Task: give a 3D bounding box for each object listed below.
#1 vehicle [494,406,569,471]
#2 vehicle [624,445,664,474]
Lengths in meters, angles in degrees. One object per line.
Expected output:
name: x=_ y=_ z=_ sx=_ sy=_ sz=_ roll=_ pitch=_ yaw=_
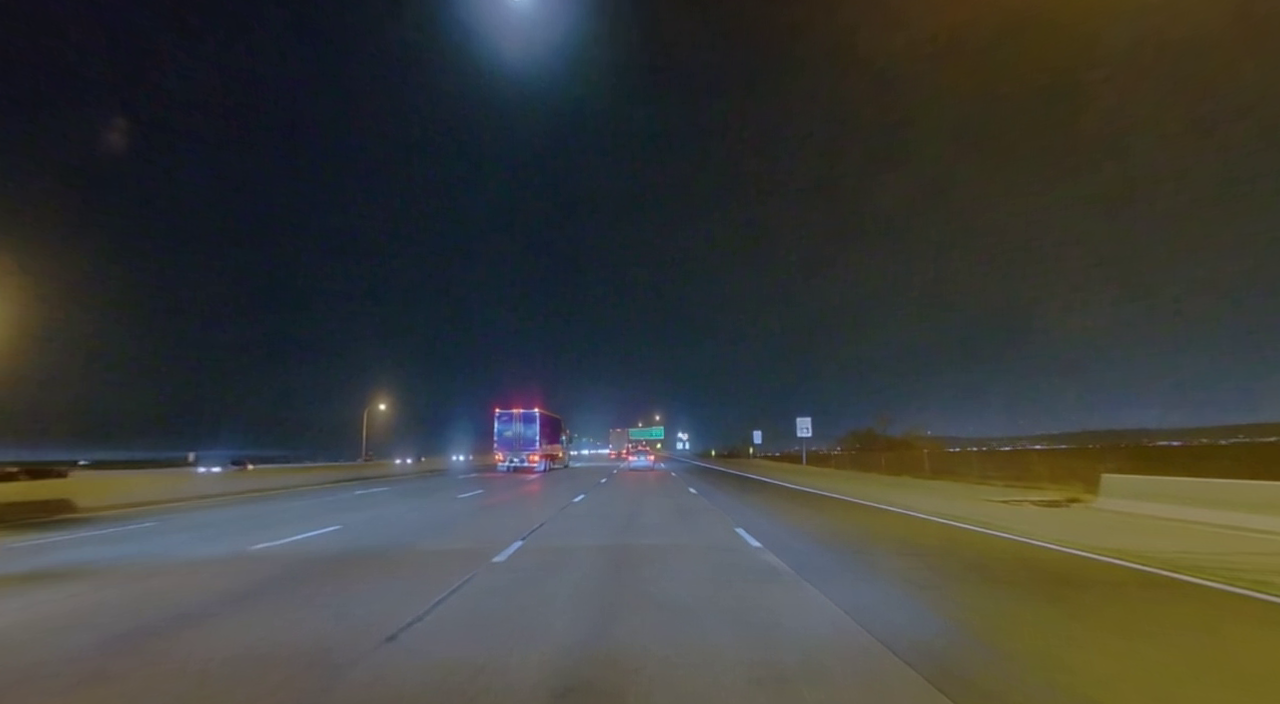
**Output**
vehicle: x=-6.984 y=5.922 z=42.632 sx=3.067 sy=3.804 sz=11.136 roll=0 pitch=-9 yaw=0
vehicle: x=0.169 y=5.822 z=34.299 sx=2.066 sy=1.469 sz=4.050 roll=0 pitch=-9 yaw=-1
